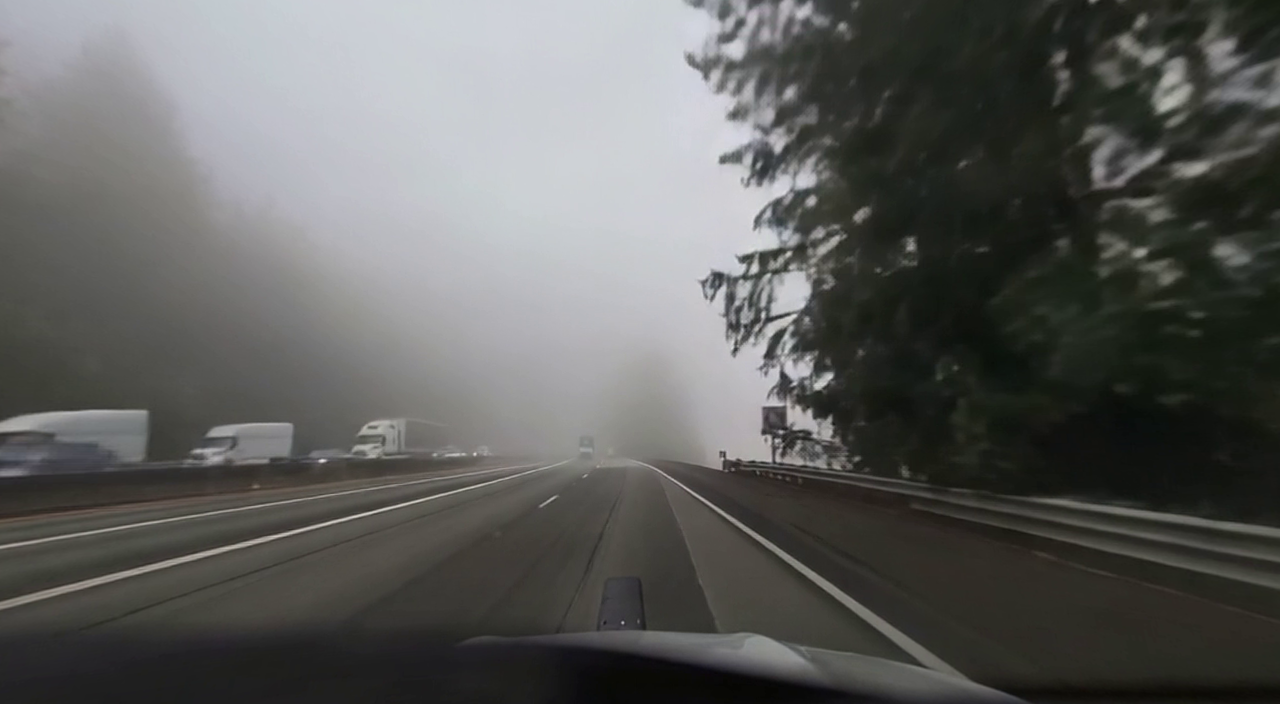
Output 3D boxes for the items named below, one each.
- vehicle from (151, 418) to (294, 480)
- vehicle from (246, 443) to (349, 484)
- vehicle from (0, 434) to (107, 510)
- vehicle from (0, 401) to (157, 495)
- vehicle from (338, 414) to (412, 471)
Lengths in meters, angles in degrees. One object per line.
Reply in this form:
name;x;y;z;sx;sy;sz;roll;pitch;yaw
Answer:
vehicle;-19.709;4.659;30.292;2.466;2.670;6.240;0;-9;1
vehicle;-15.048;4.895;28.012;1.953;1.662;4.536;0;-9;1
vehicle;-15.597;2.865;14.964;1.962;1.714;4.445;-2;-9;0
vehicle;-20.297;3.332;21.860;2.249;2.817;5.913;0;-9;0
vehicle;-19.983;6.837;47.939;3.004;3.954;5.872;2;-7;-1
